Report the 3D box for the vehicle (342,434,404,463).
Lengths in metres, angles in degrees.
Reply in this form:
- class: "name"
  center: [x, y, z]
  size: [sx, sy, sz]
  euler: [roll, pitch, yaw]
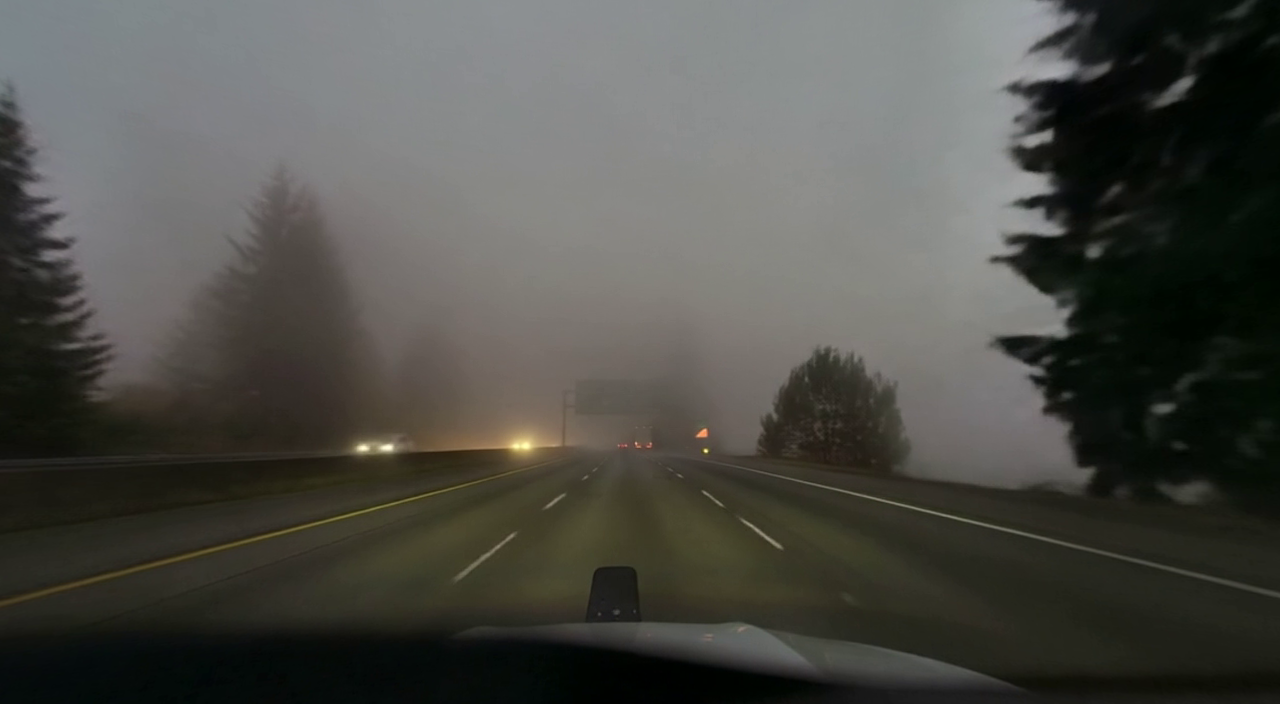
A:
- class: "vehicle"
  center: [-17.692, 6.400, 41.937]
  size: [2.037, 1.828, 4.941]
  euler: [0, -8, -1]
